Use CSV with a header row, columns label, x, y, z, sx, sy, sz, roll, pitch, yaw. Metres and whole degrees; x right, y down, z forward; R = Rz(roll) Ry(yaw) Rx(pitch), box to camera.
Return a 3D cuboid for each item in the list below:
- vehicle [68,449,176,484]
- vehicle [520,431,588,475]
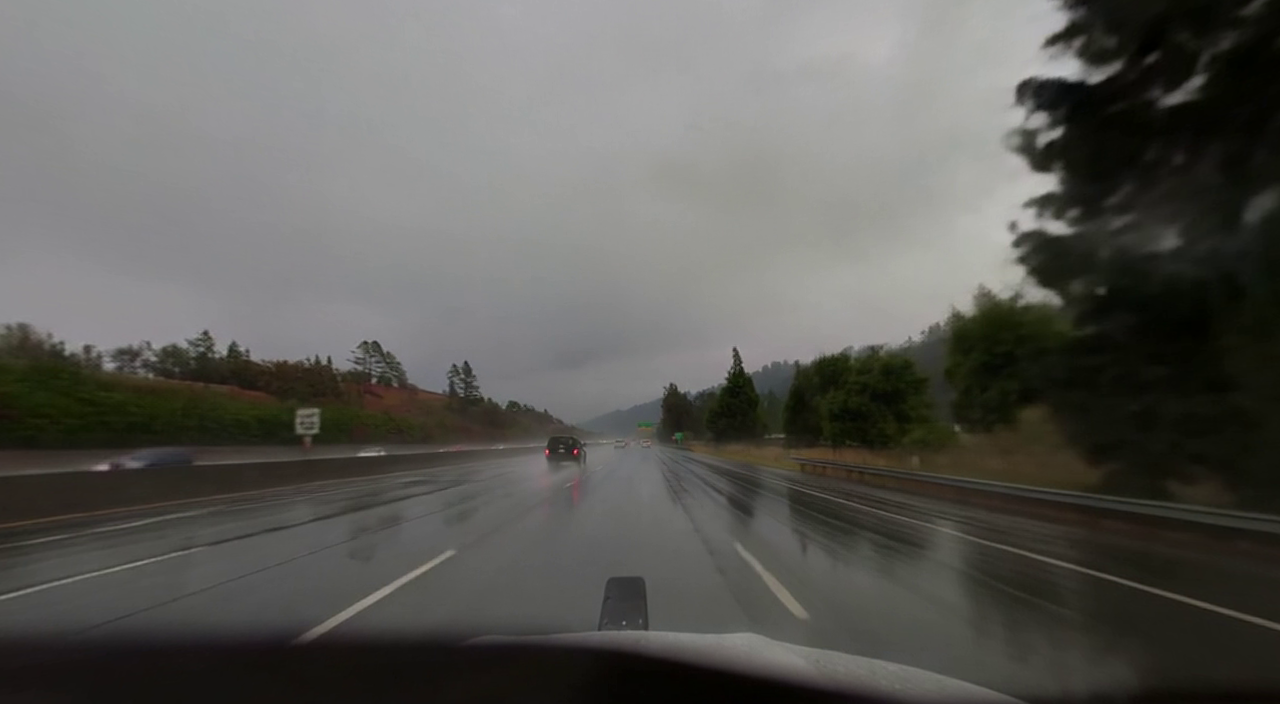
label,x,y,z,sx,sy,sz,roll,pitch,yaw
vehicle,-28.826,6.348,35.348,2.003,1.752,4.697,0,-8,1
vehicle,-3.696,4.496,28.230,2.283,1.802,4.810,0,-8,1
